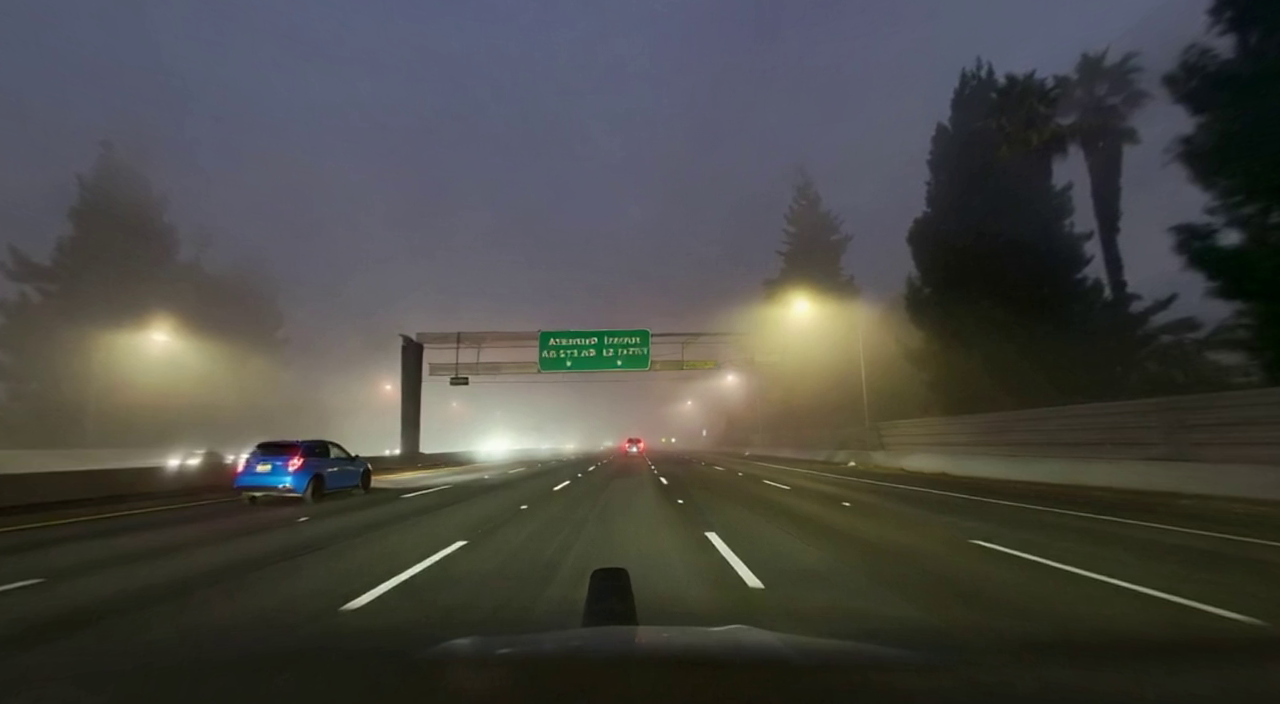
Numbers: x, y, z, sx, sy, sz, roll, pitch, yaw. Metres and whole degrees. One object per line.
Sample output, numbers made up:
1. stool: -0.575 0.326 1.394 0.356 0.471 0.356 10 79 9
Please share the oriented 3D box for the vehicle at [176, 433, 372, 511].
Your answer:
1. vehicle: -8.283 2.742 14.918 1.971 1.552 4.465 0 -9 0
